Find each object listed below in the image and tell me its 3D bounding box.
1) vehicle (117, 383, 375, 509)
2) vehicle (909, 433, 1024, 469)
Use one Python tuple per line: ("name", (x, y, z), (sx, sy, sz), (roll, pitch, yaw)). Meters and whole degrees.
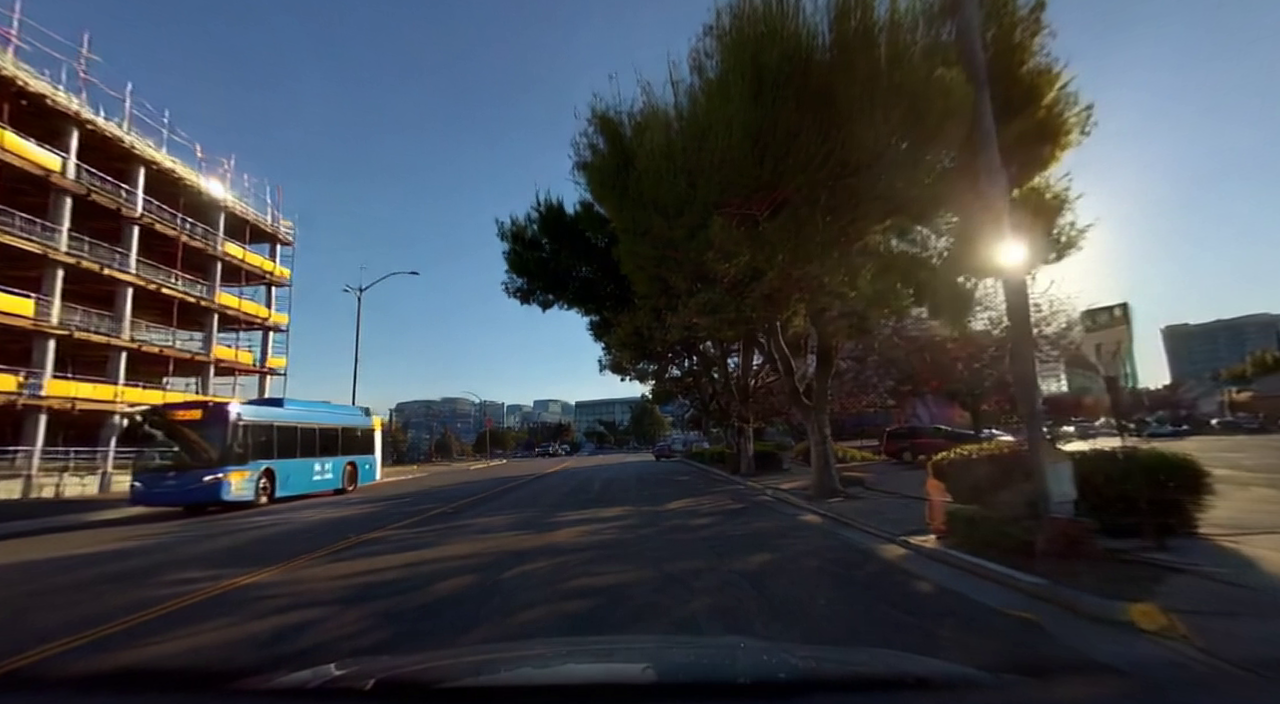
("vehicle", (-10.148, 2.565, 17.284), (2.979, 2.803, 5.962), (0, -9, 2))
("vehicle", (13.943, 4.259, 27.125), (3.897, 1.470, 1.829), (0, -8, -1))
